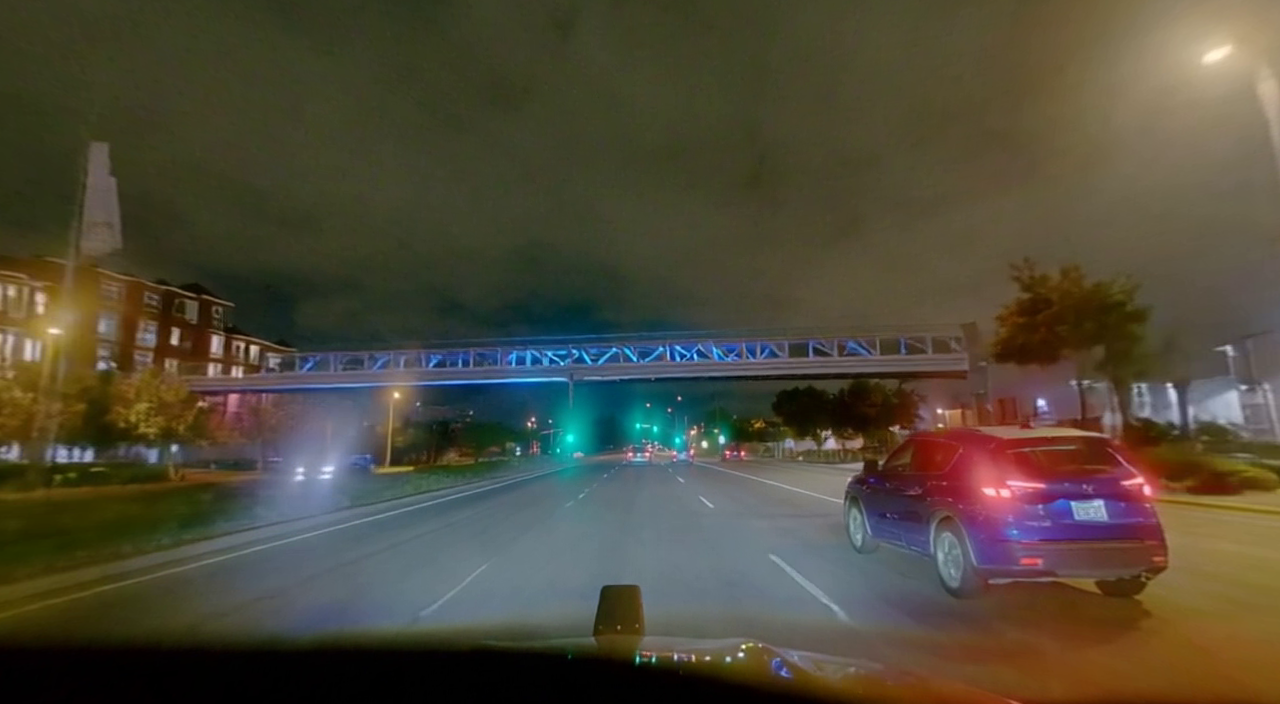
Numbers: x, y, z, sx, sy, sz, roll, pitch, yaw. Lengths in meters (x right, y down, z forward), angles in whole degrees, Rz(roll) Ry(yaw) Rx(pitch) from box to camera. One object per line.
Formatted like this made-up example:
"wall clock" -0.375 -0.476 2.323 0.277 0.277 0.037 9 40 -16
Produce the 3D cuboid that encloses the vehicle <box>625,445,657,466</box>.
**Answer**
"vehicle" 0.060 7.572 46.470 2.173 1.498 4.528 0 -8 0

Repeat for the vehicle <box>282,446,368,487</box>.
"vehicle" -14.172 5.141 28.665 1.812 1.511 4.123 -2 -7 0

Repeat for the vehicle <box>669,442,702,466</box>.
"vehicle" 3.442 7.771 48.220 2.165 1.708 3.928 0 -8 -1

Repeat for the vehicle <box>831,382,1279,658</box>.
"vehicle" 3.714 1.407 6.408 2.130 1.741 4.665 0 -8 1
